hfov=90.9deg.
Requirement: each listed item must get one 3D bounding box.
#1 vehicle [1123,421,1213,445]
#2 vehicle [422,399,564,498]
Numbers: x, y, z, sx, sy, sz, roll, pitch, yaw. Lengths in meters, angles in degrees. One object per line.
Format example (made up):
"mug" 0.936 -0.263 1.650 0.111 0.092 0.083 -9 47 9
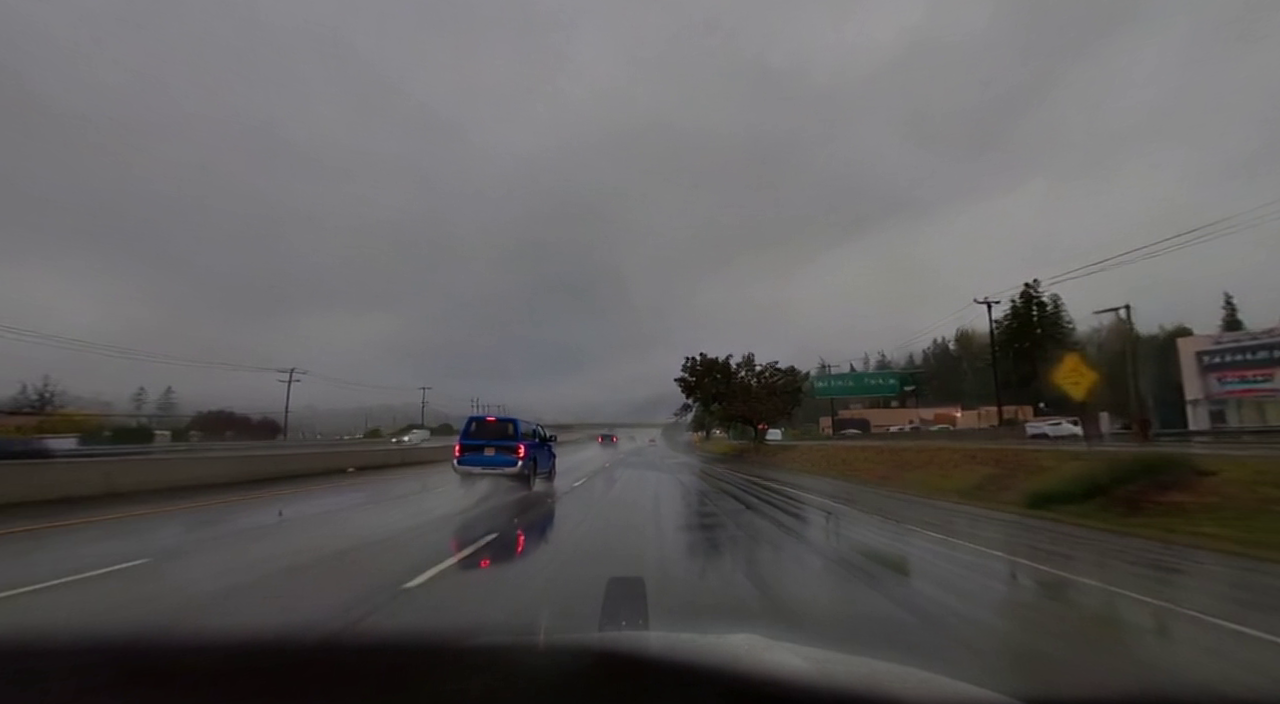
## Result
"vehicle" 33.797 5.205 40.445 4.157 1.498 1.870 1 -8 -4
"vehicle" -3.640 2.575 17.046 2.352 2.209 5.802 0 -8 1
